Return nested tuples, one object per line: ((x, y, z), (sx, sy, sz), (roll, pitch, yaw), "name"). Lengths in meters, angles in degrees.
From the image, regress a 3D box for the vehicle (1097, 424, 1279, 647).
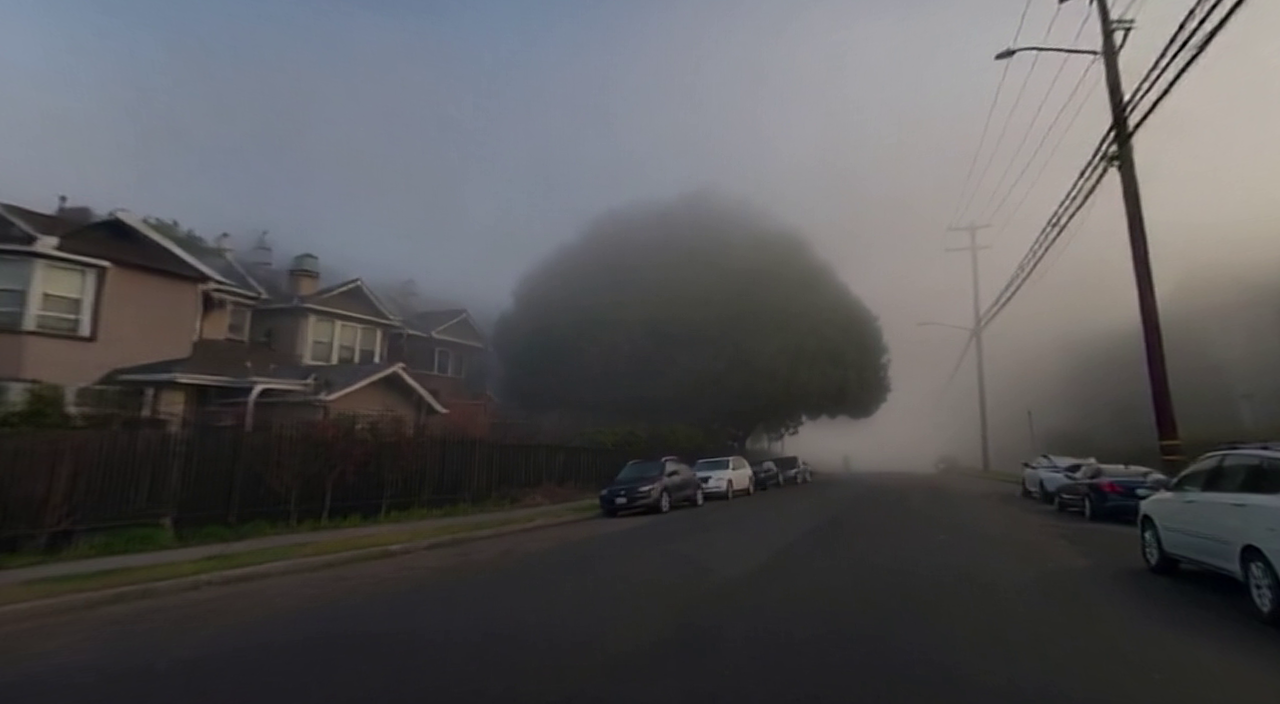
((6.769, 1.618, 6.330), (2.439, 1.670, 4.631), (-4, -9, 23), "vehicle")

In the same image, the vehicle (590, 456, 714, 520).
((0.501, 3.728, 17.905), (1.930, 1.478, 4.731), (-4, -9, 22), "vehicle")

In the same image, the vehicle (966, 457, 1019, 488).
((19.037, 6.475, 34.271), (1.979, 1.480, 4.500), (-4, -9, 23), "vehicle")
